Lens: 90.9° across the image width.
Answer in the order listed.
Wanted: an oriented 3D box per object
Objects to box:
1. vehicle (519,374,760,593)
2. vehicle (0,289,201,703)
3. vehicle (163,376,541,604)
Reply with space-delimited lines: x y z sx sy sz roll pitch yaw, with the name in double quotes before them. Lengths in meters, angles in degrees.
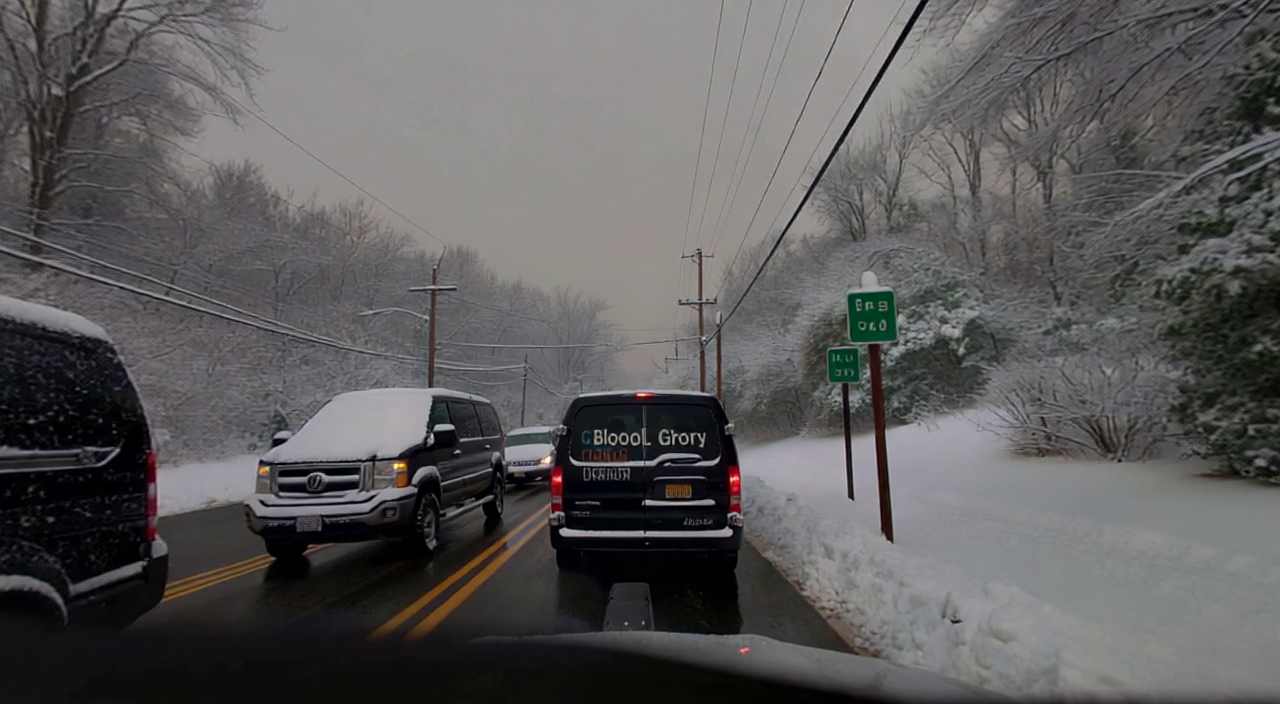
"vehicle" 0.108 1.458 7.691 2.117 1.911 4.095 -1 -8 3
"vehicle" -3.100 0.464 0.241 2.160 1.796 4.997 0 -8 1
"vehicle" -2.757 1.480 7.619 2.109 1.851 4.749 -1 -8 3
